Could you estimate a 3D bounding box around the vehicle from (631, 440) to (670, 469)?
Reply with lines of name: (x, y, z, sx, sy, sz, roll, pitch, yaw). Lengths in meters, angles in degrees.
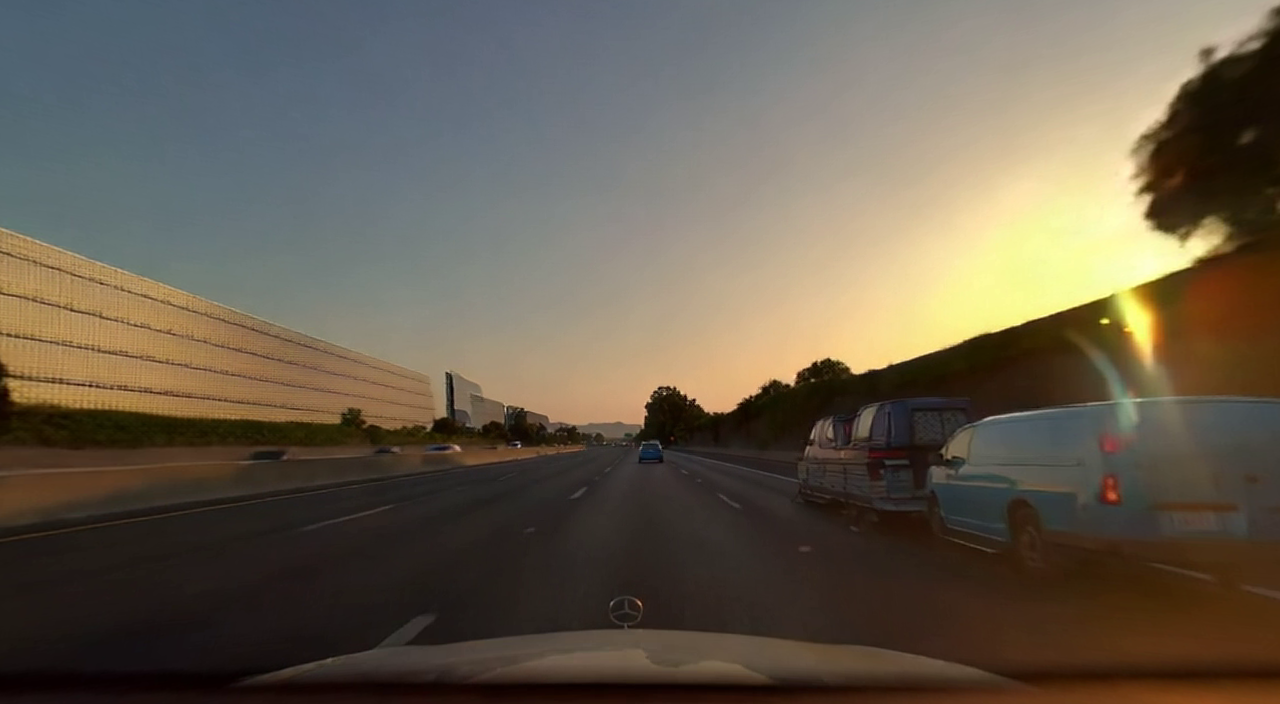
vehicle: (0.550, 5.562, 34.466, 1.997, 1.484, 3.409, 0, -8, 0)
